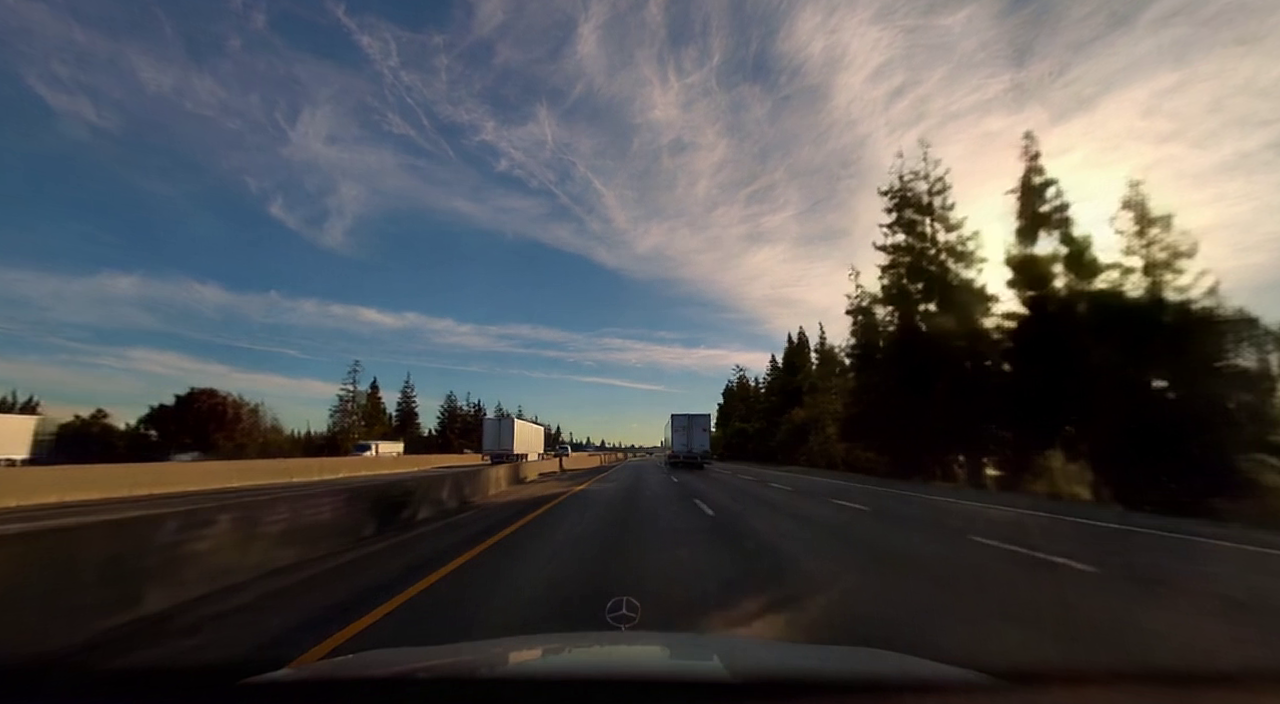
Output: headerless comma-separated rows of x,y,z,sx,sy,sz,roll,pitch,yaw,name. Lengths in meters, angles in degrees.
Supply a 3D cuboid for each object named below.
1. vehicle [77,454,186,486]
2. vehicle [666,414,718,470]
-24.210,5.607,30.263,1.728,1.396,4.150,-1,-9,1,vehicle
3.670,6.980,48.311,2.928,3.595,13.975,0,-9,1,vehicle
